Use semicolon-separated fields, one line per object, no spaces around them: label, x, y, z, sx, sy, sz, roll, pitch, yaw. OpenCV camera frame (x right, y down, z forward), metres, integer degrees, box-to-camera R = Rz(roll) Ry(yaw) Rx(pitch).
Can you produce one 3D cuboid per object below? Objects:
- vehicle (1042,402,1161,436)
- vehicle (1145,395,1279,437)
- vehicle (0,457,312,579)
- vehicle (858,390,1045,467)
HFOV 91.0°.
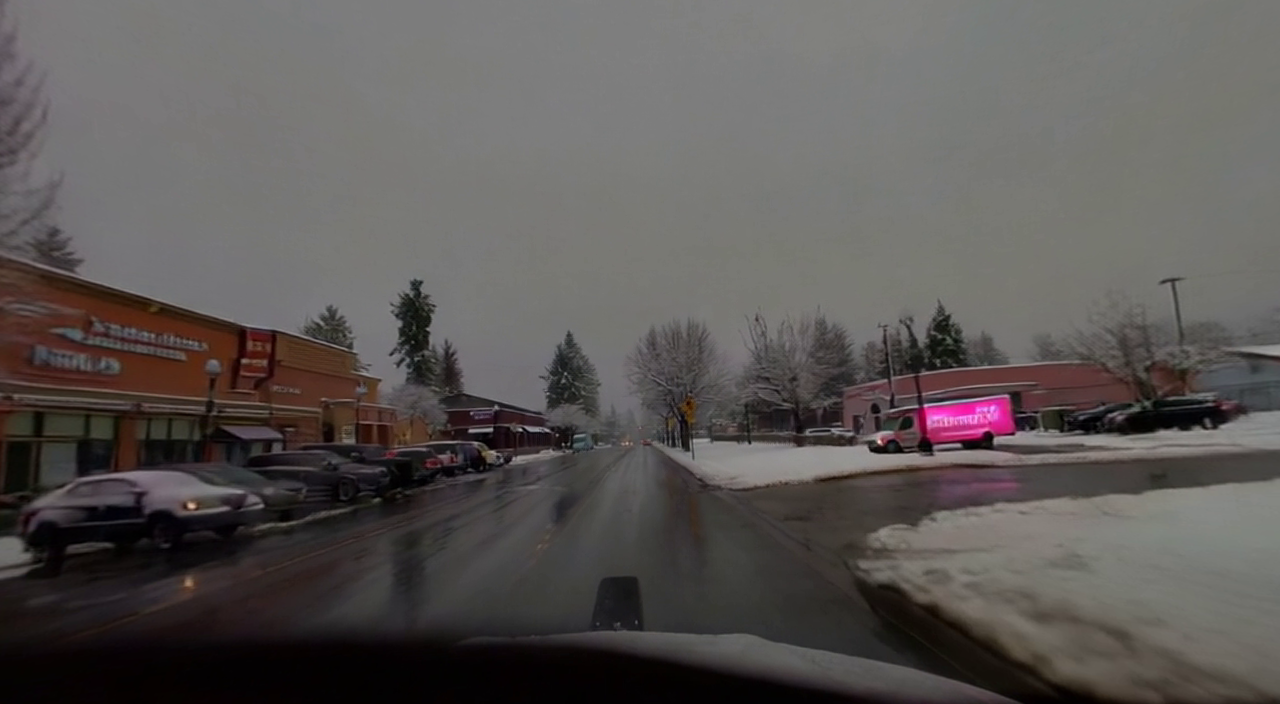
vehicle;23.787;3.495;32.549;4.521;1.634;1.996;0;-9;0
vehicle;23.215;2.556;24.917;4.746;1.536;1.914;0;-9;-1
vehicle;-8.604;2.750;10.923;1.879;1.543;4.778;-13;-13;43
vehicle;10.984;2.716;22.476;5.453;1.794;2.011;-9;-6;-2
